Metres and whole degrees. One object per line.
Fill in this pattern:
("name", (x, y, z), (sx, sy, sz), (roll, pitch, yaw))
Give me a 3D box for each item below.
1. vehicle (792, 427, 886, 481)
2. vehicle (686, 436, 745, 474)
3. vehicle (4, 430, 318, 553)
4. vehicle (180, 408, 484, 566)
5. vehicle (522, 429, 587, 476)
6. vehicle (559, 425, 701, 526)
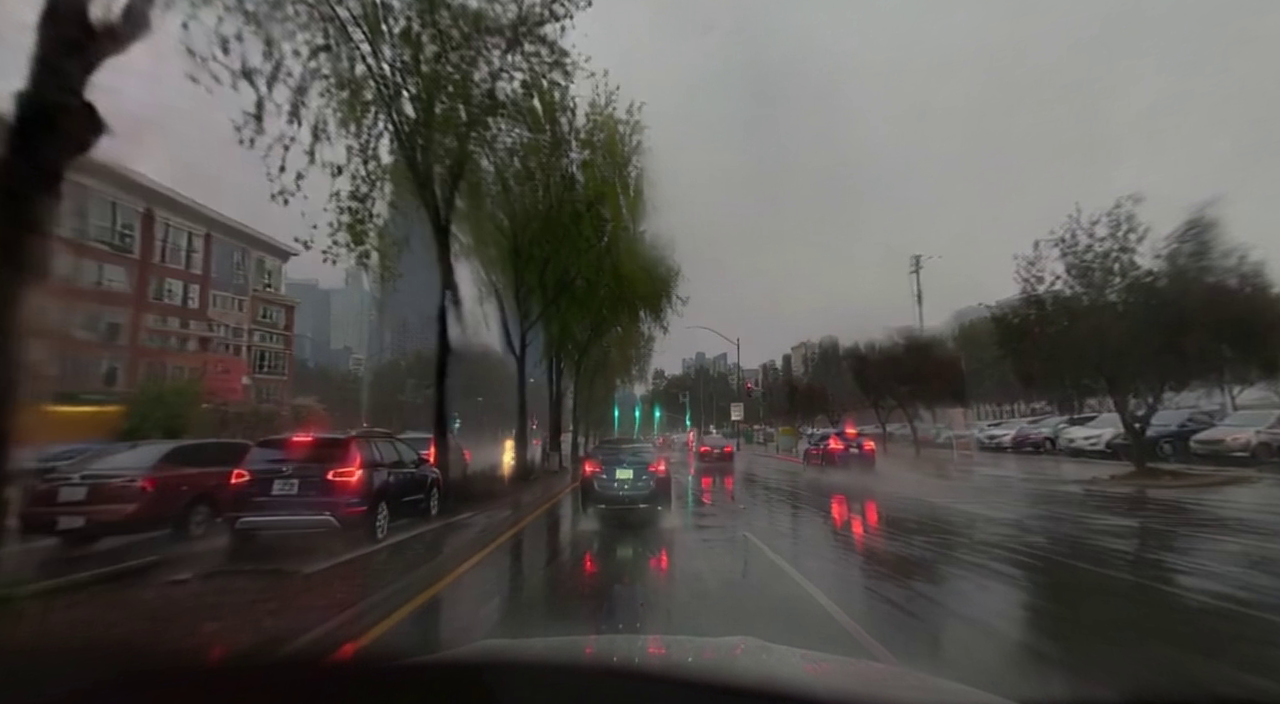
("vehicle", (6.810, 3.547, 22.147), (1.889, 1.681, 4.120), (0, -9, -1))
("vehicle", (3.152, 4.421, 27.333), (1.905, 1.473, 4.183), (0, -9, -2))
("vehicle", (-6.978, 2.033, 9.903), (1.748, 1.485, 4.090), (0, -8, -1))
("vehicle", (-3.758, 1.735, 8.830), (2.009, 1.619, 4.376), (0, -9, 0))
("vehicle", (-3.567, 4.286, 27.218), (2.154, 1.801, 5.015), (0, -8, -1))
("vehicle", (-0.193, 2.188, 11.738), (2.161, 1.501, 4.184), (0, -8, -1))
